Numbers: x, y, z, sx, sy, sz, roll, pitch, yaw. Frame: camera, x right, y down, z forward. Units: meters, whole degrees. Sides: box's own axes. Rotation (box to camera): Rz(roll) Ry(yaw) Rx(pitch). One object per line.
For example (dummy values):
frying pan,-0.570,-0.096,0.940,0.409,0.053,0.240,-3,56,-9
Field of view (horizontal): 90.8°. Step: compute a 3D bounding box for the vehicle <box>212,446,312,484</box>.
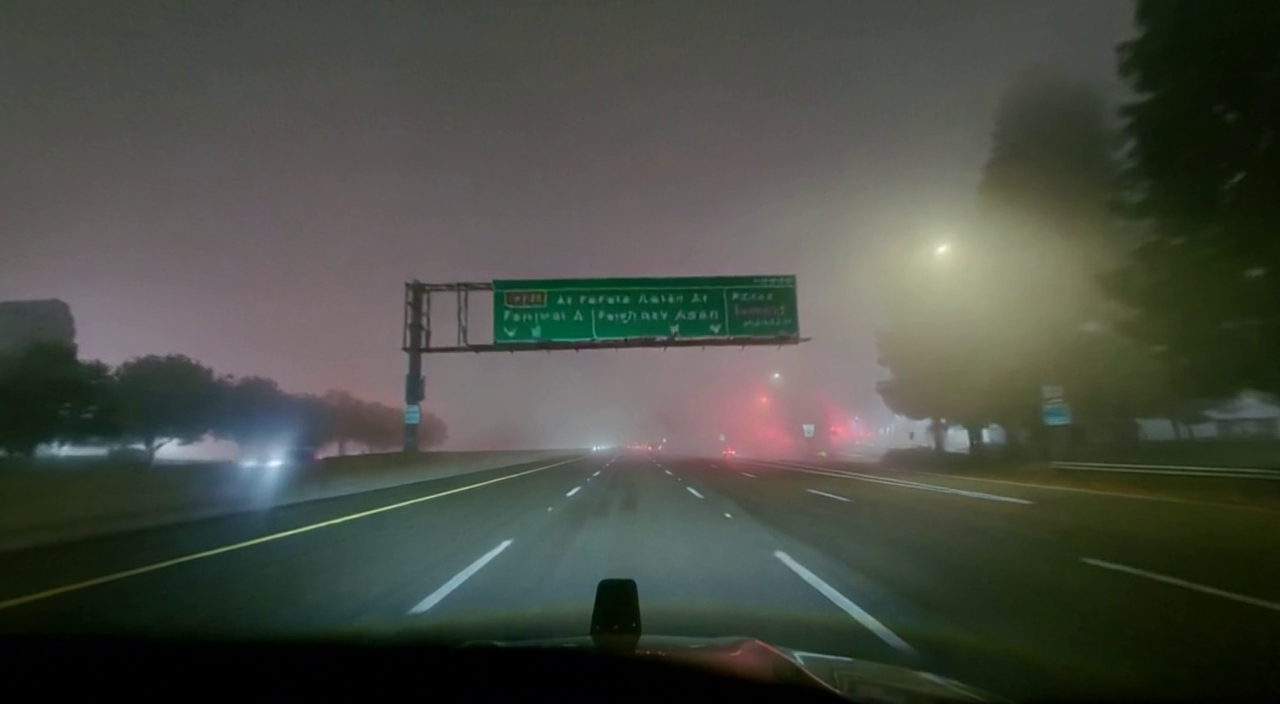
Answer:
vehicle,-17.421,5.197,29.401,1.871,1.616,4.427,0,-9,0
